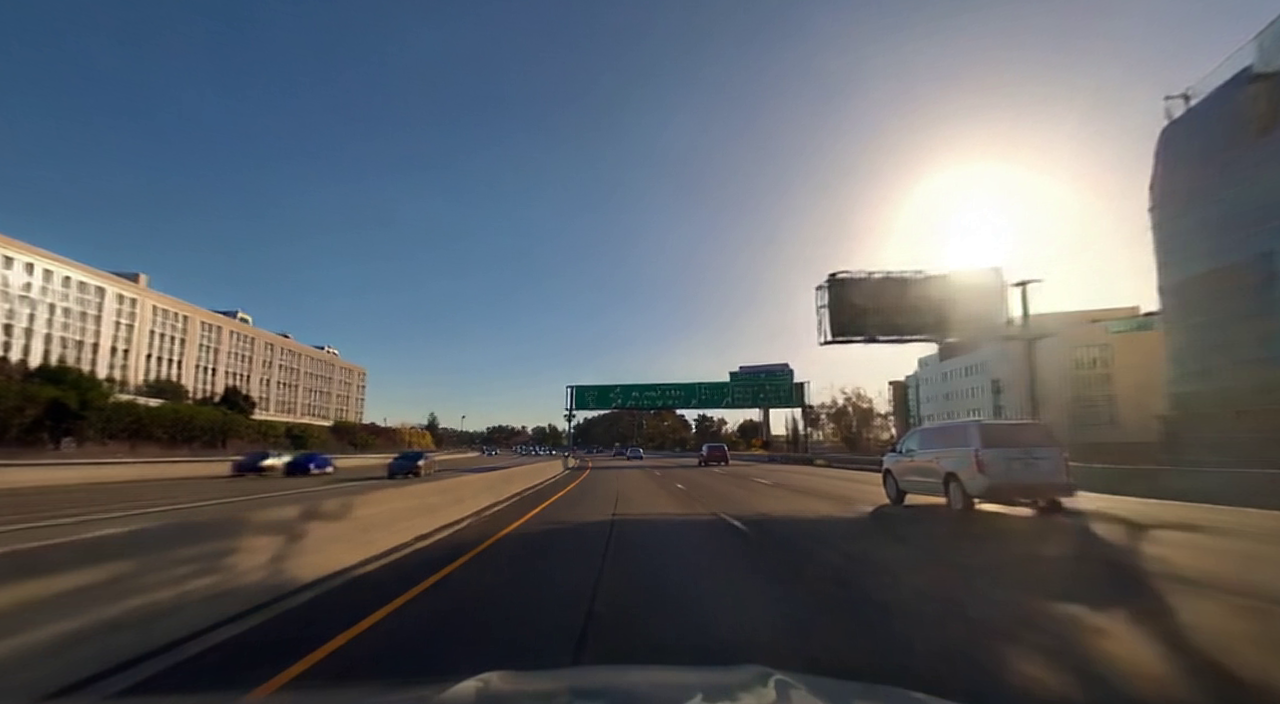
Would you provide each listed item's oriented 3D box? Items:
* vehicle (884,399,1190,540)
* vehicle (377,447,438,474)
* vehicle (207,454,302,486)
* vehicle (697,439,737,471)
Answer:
[{"bbox_3d":[6.546,2.022,11.412,2.181,1.952,4.973,0,-9,-1],"label":"vehicle"},{"bbox_3d":[-13.775,6.509,37.663,2.025,1.259,3.954,4,-12,1],"label":"vehicle"},{"bbox_3d":[-17.208,5.259,28.463,1.537,1.262,4.550,0,-9,-2],"label":"vehicle"},{"bbox_3d":[5.568,7.556,46.477,2.043,2.154,4.731,0,-9,-4],"label":"vehicle"}]
